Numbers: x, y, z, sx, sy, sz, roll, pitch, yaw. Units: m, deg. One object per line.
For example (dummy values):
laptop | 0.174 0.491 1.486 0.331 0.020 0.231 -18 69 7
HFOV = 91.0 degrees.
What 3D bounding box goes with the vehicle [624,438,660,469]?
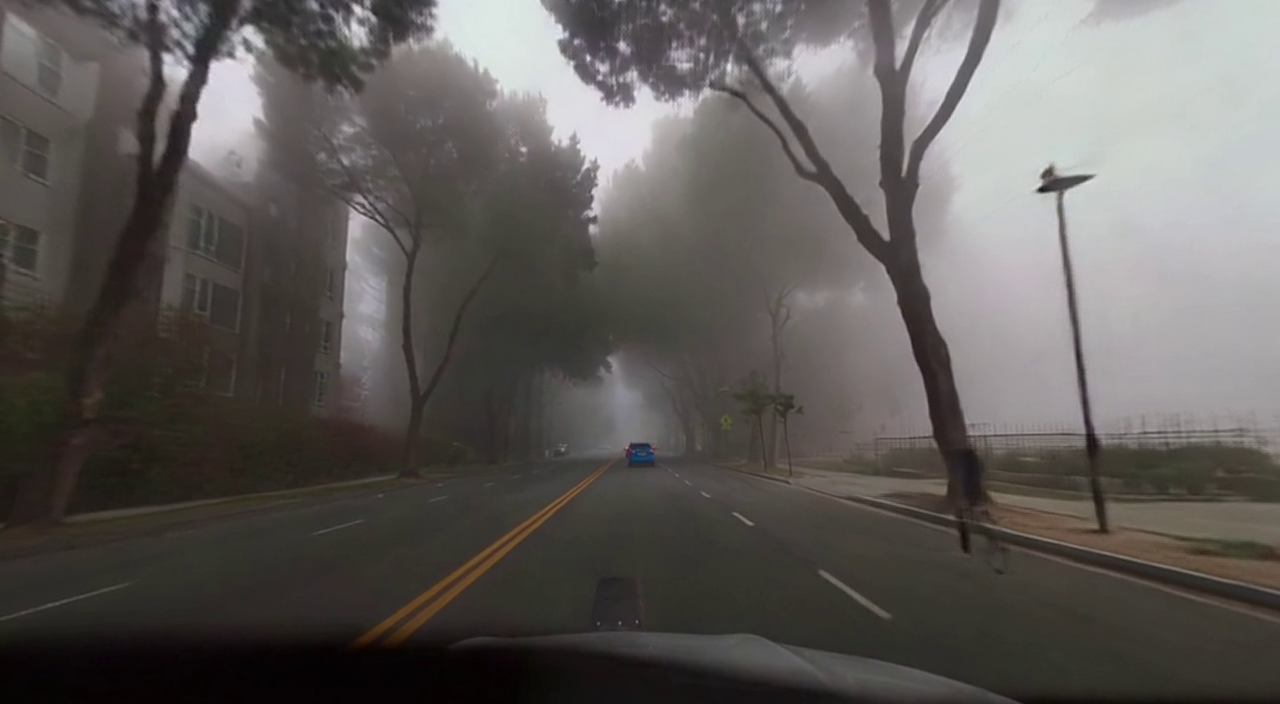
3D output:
vehicle | 0.142 5.868 36.667 1.981 1.703 3.691 0 -8 0
